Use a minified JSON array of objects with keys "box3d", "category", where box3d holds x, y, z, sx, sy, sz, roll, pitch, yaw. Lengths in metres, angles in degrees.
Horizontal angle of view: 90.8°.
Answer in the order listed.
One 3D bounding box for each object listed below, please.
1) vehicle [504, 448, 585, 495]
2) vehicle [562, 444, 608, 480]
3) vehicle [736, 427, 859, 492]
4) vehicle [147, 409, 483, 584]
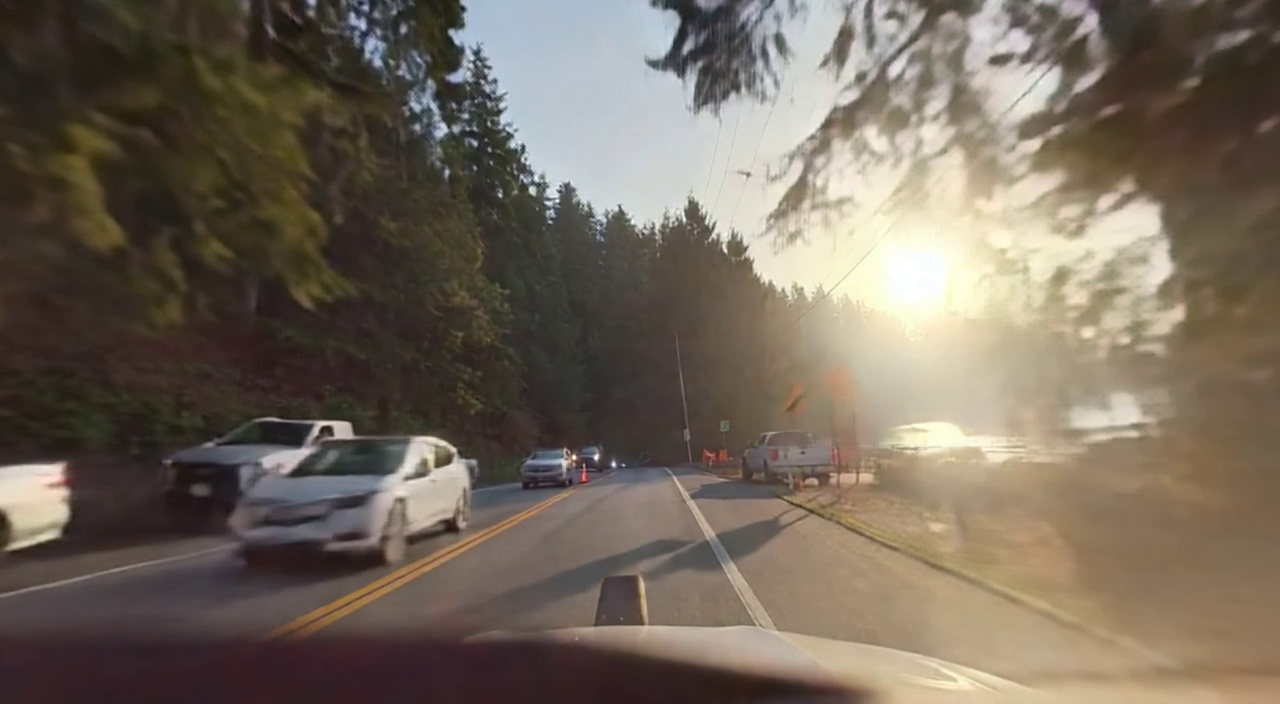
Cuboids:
[{"box3d":[-3.183,4.095,22.045,1.981,1.410,4.162,0,-8,3],"category":"vehicle"},{"box3d":[-3.187,6.493,37.851,2.221,1.969,5.153,0,-8,1],"category":"vehicle"},{"box3d":[5.544,3.912,23.530,2.845,2.053,6.457,0,-8,-1],"category":"vehicle"},{"box3d":[-3.988,1.841,9.005,2.177,1.803,4.690,0,-8,1],"category":"vehicle"}]
